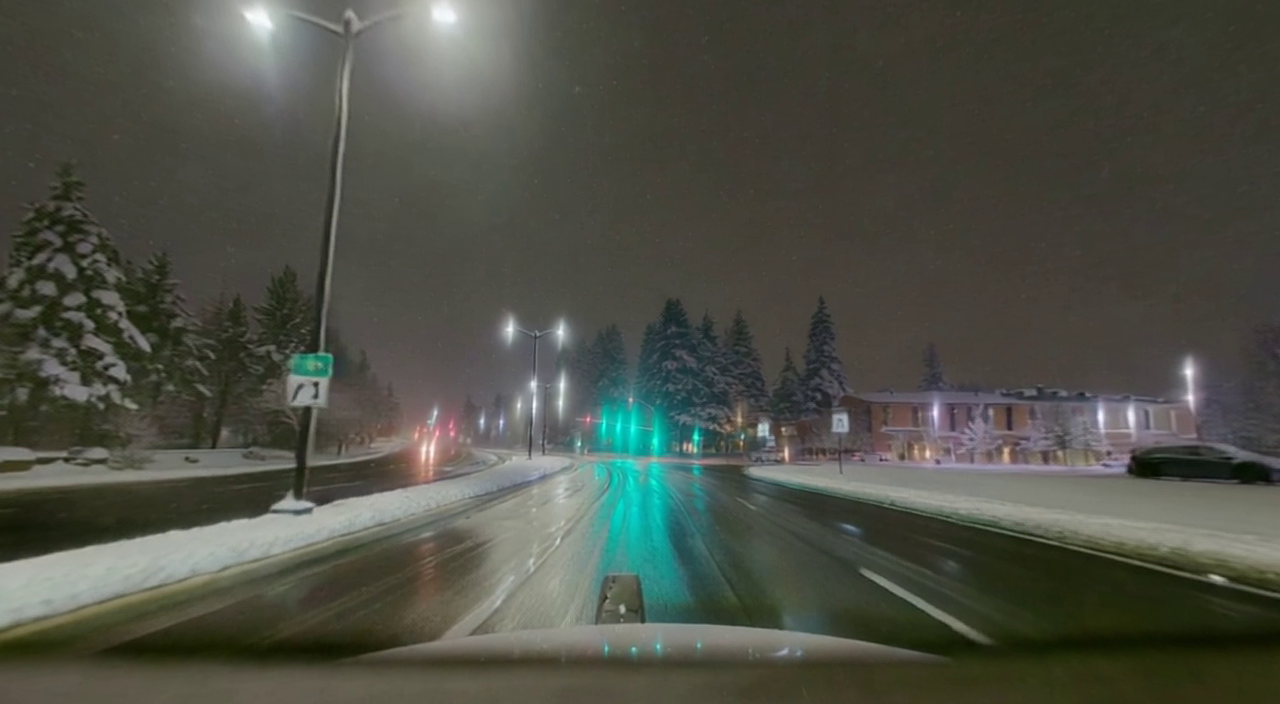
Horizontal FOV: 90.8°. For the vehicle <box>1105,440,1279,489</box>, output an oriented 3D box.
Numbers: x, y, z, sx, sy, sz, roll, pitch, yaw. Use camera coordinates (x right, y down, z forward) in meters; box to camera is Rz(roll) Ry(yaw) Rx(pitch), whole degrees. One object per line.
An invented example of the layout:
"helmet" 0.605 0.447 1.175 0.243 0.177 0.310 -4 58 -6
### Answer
"vehicle" 25.329 5.130 29.112 2.337 1.969 5.826 6 -10 -22
